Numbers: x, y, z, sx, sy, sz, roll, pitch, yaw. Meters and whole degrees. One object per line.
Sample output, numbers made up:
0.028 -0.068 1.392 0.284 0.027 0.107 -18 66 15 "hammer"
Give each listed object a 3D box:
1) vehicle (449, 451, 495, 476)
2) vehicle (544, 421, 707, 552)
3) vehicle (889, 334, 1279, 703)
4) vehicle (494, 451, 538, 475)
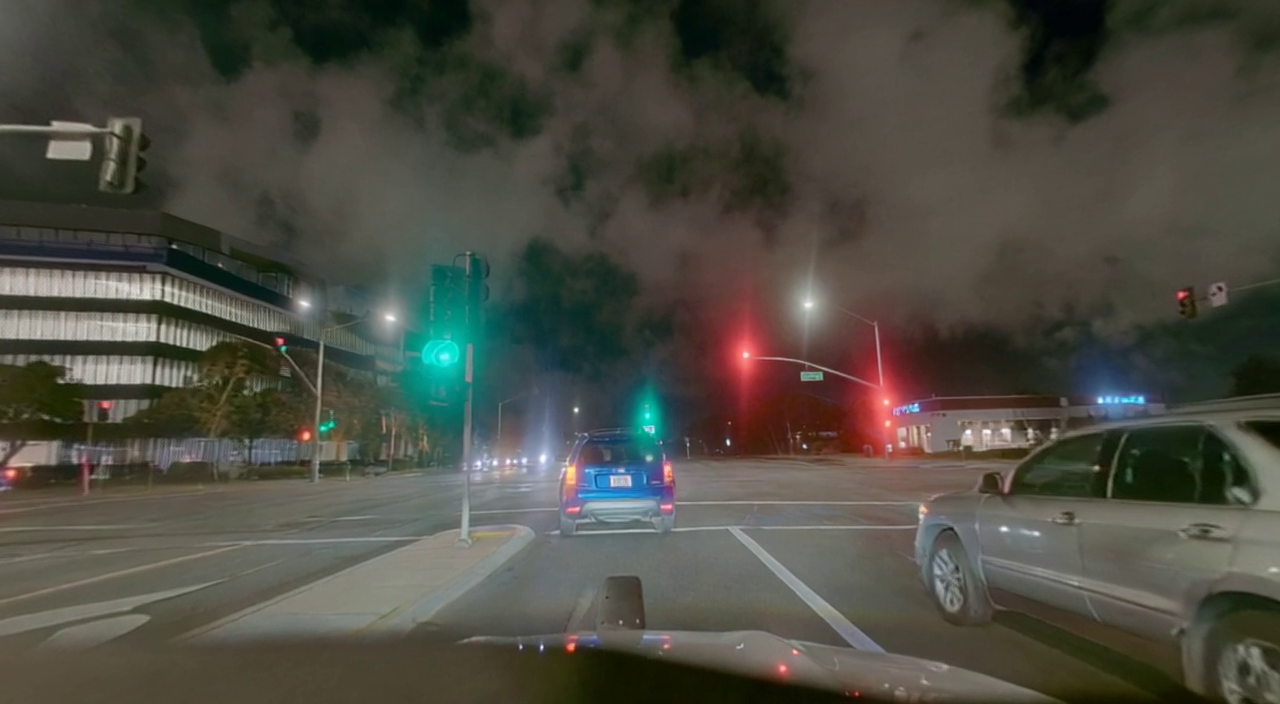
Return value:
-11.857 7.869 44.818 2.005 1.596 4.342 -1 -9 1 "vehicle"
-0.396 2.175 10.966 2.238 1.762 4.445 1 -9 -5 "vehicle"
3.214 0.943 3.244 2.040 1.674 4.455 0 -9 0 "vehicle"
-8.596 7.709 44.150 2.163 1.529 4.210 -1 -9 1 "vehicle"
